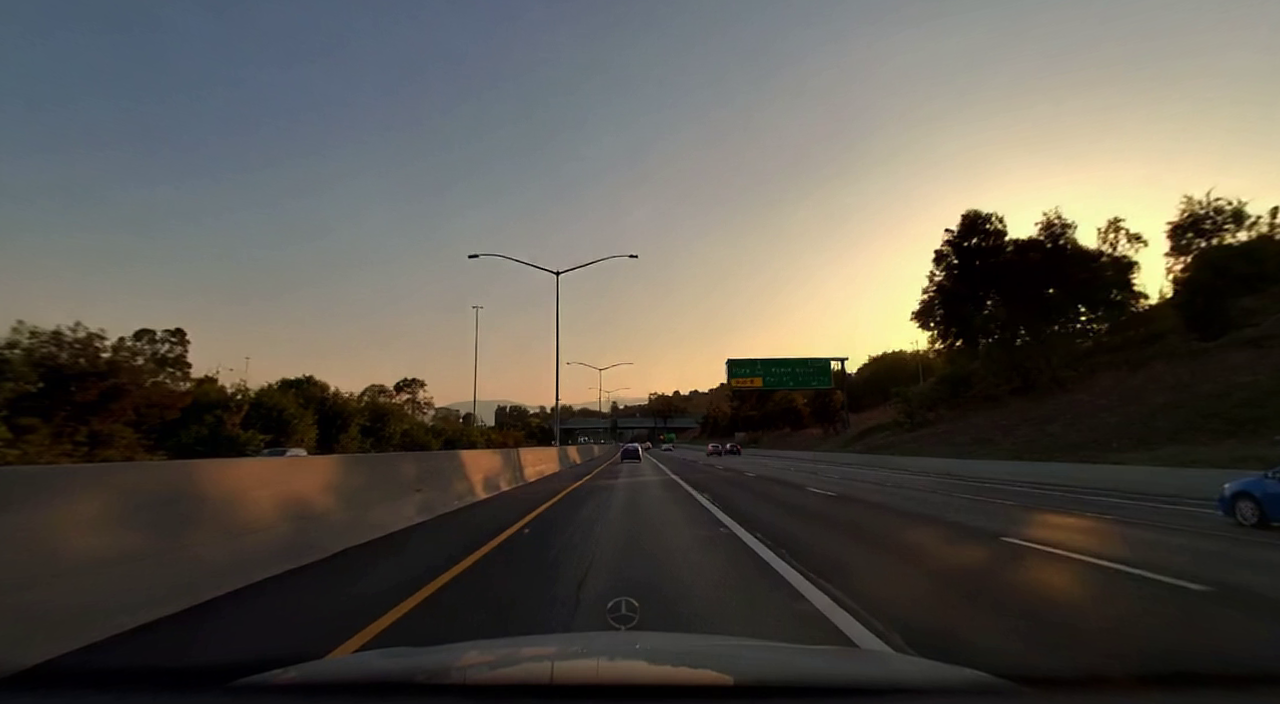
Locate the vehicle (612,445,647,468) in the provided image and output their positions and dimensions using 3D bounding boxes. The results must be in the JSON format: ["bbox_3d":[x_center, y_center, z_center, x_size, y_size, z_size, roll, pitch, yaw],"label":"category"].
[{"bbox_3d":[-0.593,6.235,37.895,2.004,1.259,3.781,1,-8,0],"label":"vehicle"}]

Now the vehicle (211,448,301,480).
[{"bbox_3d":[-21.176,6.176,35.152,2.001,1.573,4.861,0,-8,-1],"label":"vehicle"}]
